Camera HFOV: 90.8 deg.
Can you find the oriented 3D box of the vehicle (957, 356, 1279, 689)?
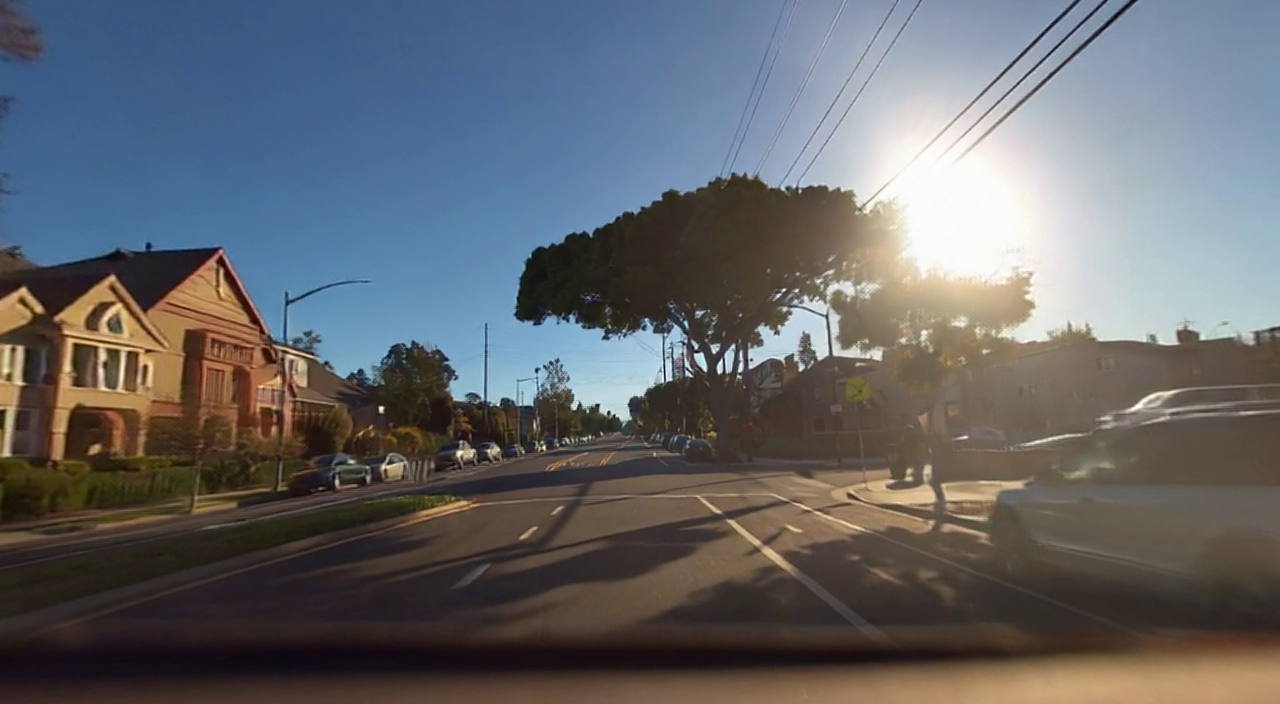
[{"bbox_3d":[4.525,1.092,4.579,2.126,1.802,4.259,0,-8,-1],"label":"vehicle"}]

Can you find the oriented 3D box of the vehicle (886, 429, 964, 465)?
[{"bbox_3d":[13.830,4.551,30.523,2.122,1.474,4.313,-9,-10,41],"label":"vehicle"}]

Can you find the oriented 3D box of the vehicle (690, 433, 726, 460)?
[{"bbox_3d":[4.324,6.081,40.725,1.867,1.680,4.176,0,-8,0],"label":"vehicle"}]

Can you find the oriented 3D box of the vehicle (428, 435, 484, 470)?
[{"bbox_3d":[-11.184,6.126,38.730,2.056,1.980,4.763,0,-8,-1],"label":"vehicle"}]

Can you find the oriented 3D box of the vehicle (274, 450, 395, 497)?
[{"bbox_3d":[-11.130,4.429,23.485,1.970,1.523,4.702,-1,-8,2],"label":"vehicle"}]

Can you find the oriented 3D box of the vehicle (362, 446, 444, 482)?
[{"bbox_3d":[-11.114,5.258,29.987,2.082,1.540,4.654,0,-8,0],"label":"vehicle"}]
